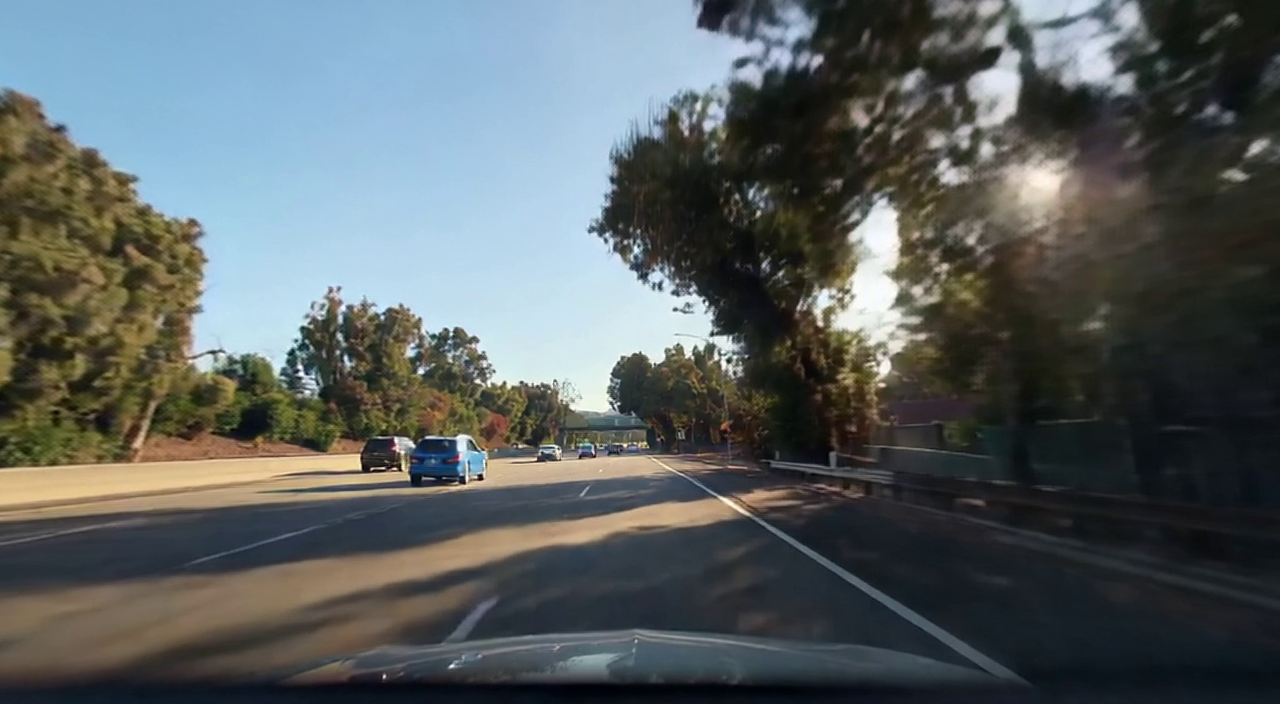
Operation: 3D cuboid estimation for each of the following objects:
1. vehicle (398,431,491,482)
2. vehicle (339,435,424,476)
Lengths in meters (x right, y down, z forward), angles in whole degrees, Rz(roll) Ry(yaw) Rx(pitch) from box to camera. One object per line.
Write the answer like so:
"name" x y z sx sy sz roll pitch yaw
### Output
"vehicle" -7.340 3.989 24.290 2.146 1.766 4.502 0 -9 -1
"vehicle" -11.631 4.683 28.754 2.016 1.711 4.365 0 -9 -1
